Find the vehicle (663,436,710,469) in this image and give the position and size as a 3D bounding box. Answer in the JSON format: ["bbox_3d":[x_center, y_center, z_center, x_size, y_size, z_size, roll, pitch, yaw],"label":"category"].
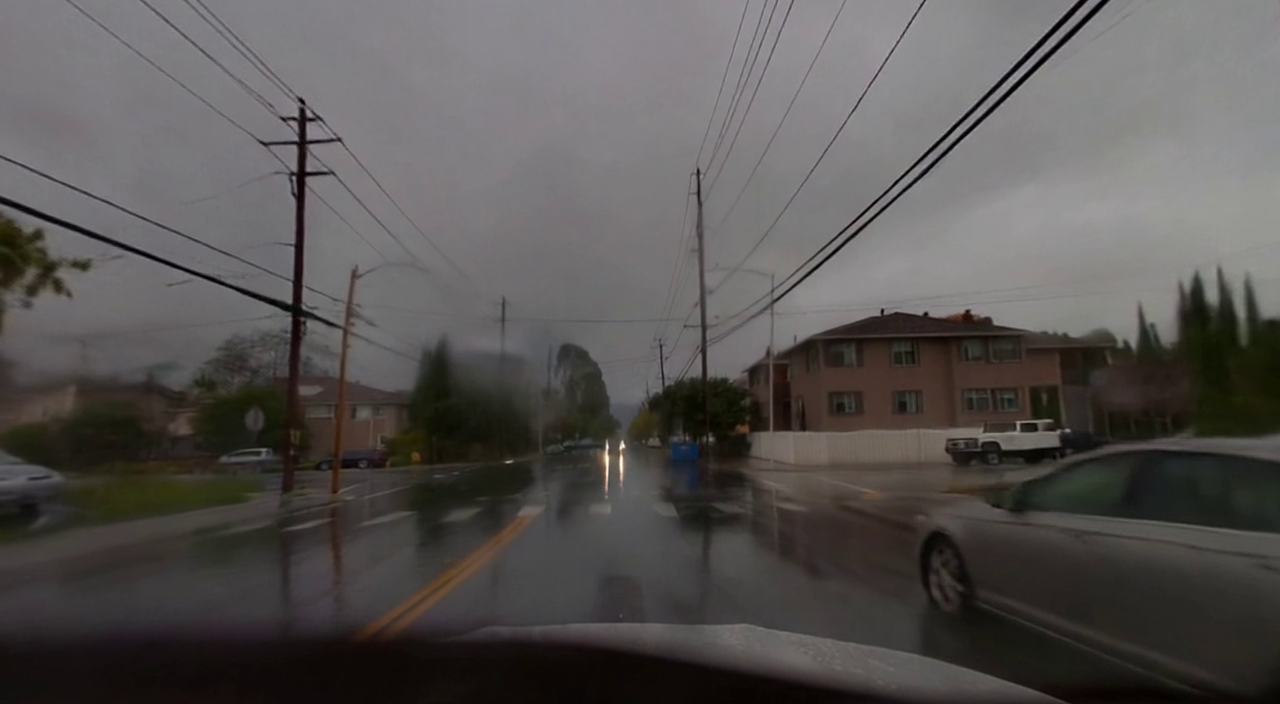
[{"bbox_3d":[2.391,5.300,33.532,1.999,1.604,4.065,0,-9,-2],"label":"vehicle"}]

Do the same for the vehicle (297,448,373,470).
[{"bbox_3d":[-22.013,7.707,45.775,1.797,1.446,4.694,-4,-10,30],"label":"vehicle"}]

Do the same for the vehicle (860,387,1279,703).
[{"bbox_3d":[3.080,1.049,3.245,2.053,1.501,4.765,0,-9,-2],"label":"vehicle"}]

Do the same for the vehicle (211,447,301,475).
[{"bbox_3d":[-25.042,7.103,41.335,1.814,1.462,4.703,-8,-10,30],"label":"vehicle"}]
